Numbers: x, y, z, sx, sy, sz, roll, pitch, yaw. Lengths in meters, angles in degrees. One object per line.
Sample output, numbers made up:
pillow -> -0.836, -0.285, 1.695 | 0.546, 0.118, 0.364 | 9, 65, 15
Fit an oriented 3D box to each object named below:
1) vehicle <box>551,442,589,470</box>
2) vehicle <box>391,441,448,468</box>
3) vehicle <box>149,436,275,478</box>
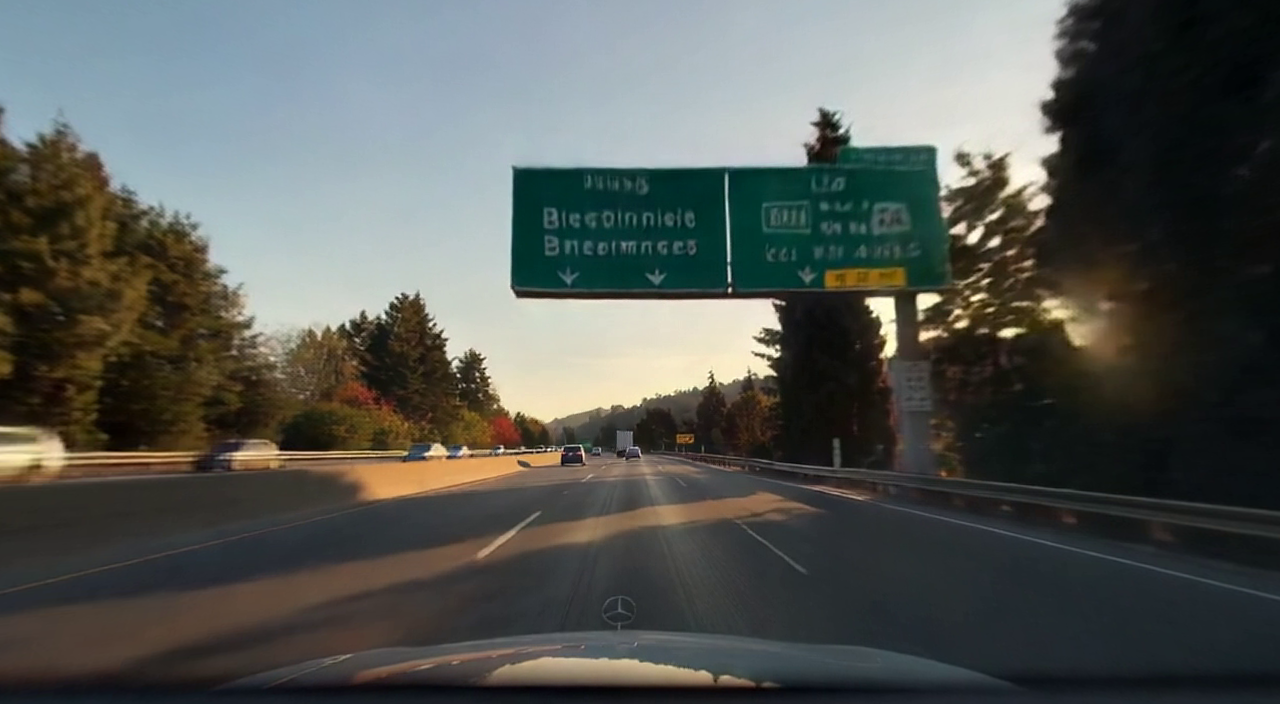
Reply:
vehicle -> -4.497, 6.754, 40.876 | 2.098, 1.692, 4.038 | 0, -9, -1
vehicle -> -12.946, 6.024, 37.024 | 1.831, 1.460, 4.414 | 0, -9, -1
vehicle -> -17.050, 4.225, 25.328 | 1.843, 1.510, 4.698 | 0, -9, -1
